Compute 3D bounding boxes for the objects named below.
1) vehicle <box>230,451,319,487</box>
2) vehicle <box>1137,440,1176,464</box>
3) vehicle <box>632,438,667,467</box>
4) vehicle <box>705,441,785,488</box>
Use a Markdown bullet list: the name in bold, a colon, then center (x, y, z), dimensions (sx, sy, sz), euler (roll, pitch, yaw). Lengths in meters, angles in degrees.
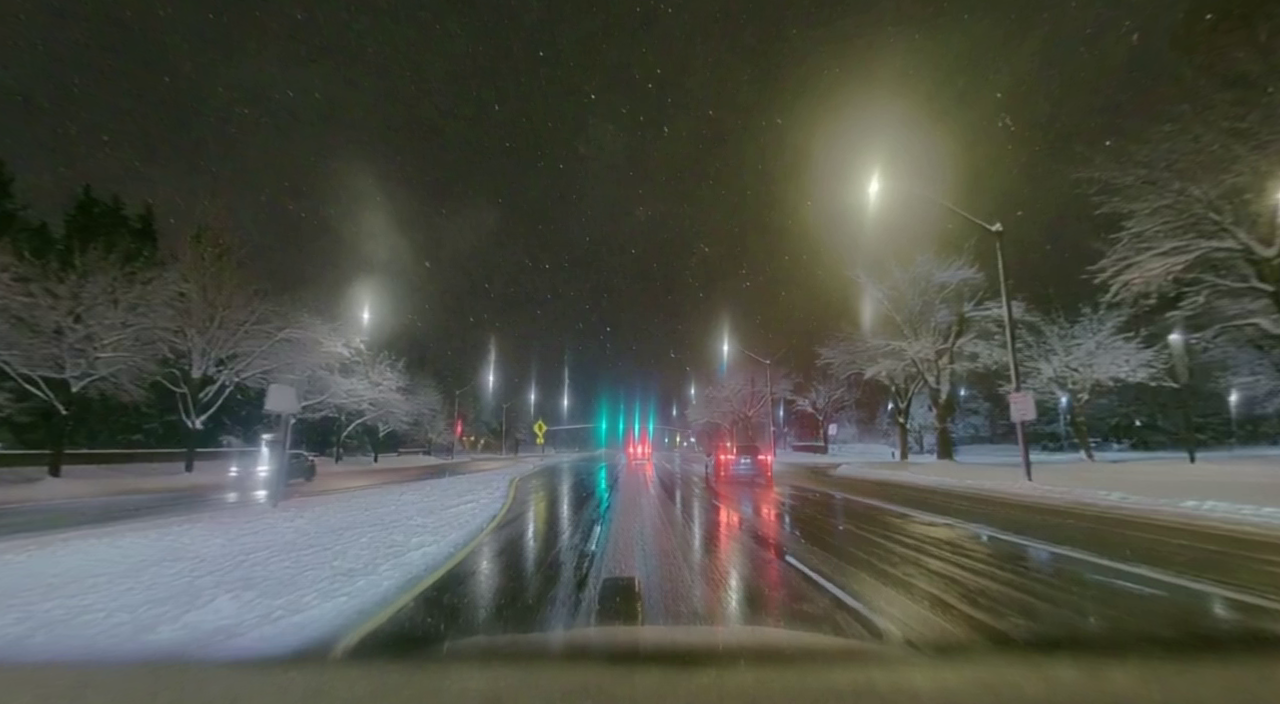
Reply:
- **vehicle**: center (-17.537, 5.616, 30.544), dimensions (1.901, 1.554, 3.894), euler (0, -8, 0)
- **vehicle**: center (38.743, 7.483, 47.441), dimensions (1.875, 1.645, 4.474), euler (-6, -10, 35)
- **vehicle**: center (0.582, 6.575, 41.401), dimensions (1.988, 1.800, 4.322), euler (1, -9, -3)
- **vehicle**: center (3.592, 3.934, 22.481), dimensions (1.948, 1.479, 4.620), euler (0, -8, -2)
